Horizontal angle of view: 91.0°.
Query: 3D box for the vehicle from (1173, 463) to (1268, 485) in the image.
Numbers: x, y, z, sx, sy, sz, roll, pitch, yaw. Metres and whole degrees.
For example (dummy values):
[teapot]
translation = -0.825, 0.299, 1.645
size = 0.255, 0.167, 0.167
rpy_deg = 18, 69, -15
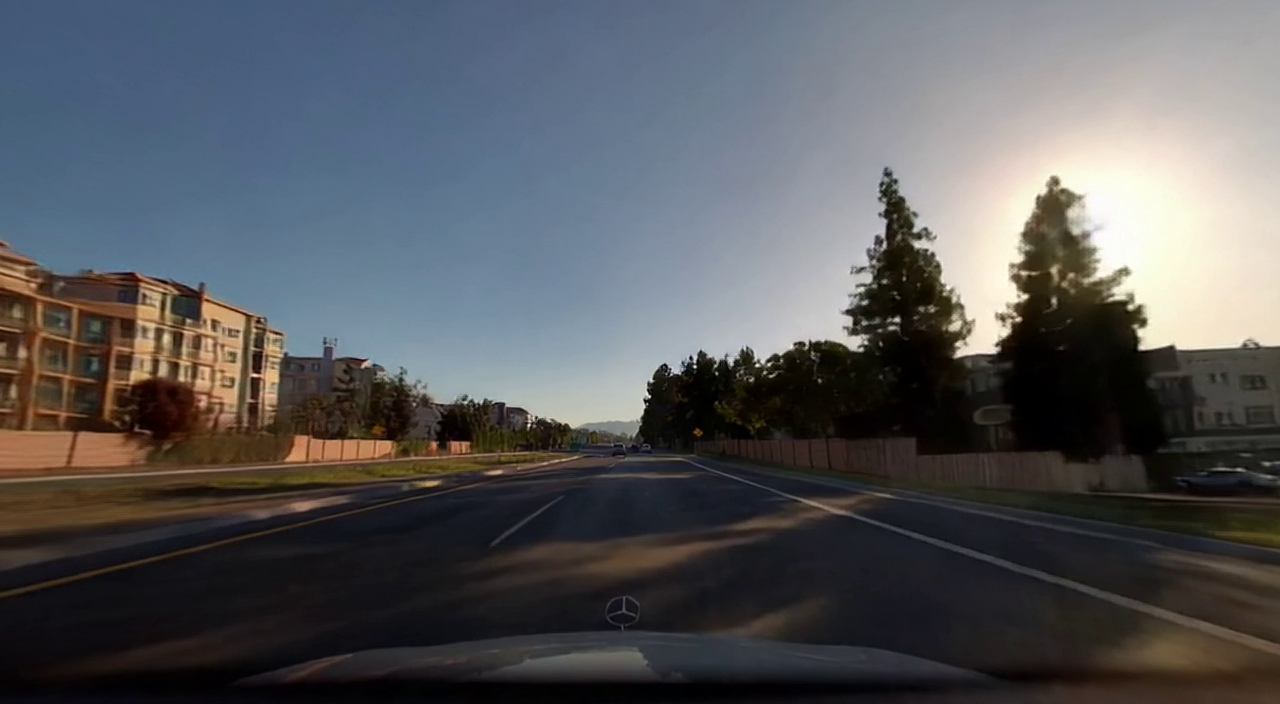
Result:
[vehicle]
translation = 43.308, 9.117, 47.102
size = 4.674, 1.526, 1.950
rpy_deg = -3, -9, 18
